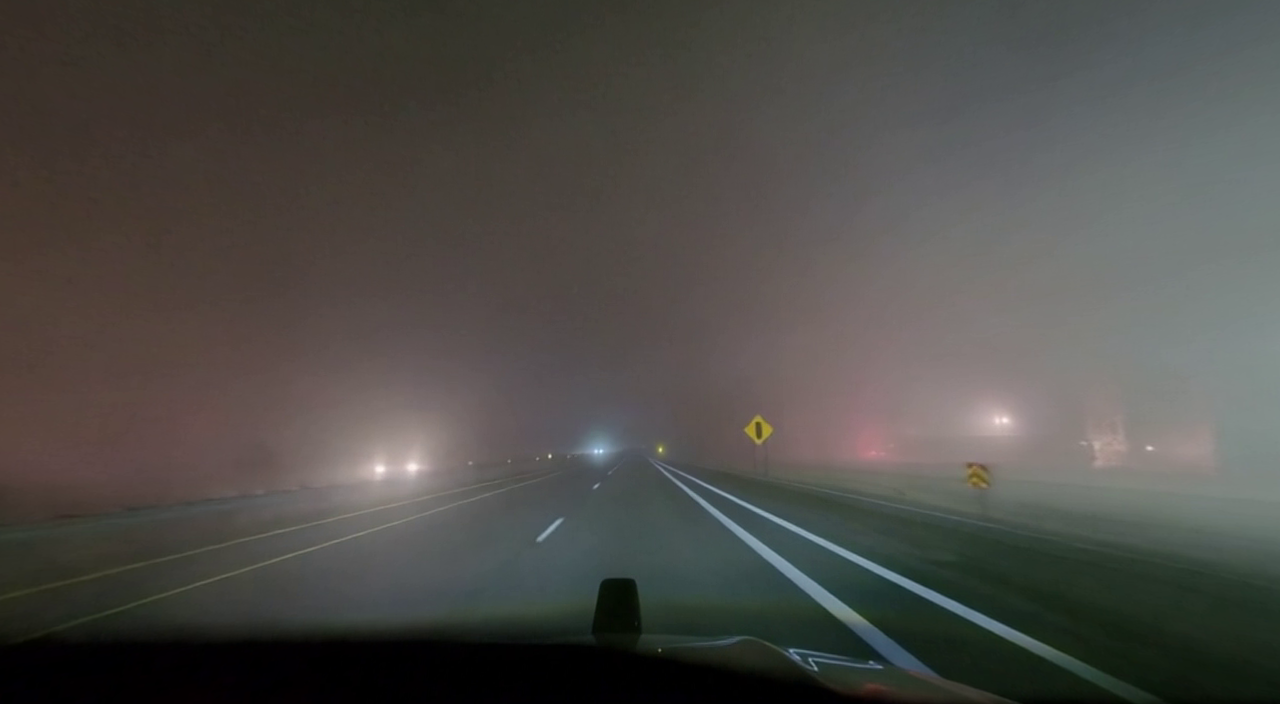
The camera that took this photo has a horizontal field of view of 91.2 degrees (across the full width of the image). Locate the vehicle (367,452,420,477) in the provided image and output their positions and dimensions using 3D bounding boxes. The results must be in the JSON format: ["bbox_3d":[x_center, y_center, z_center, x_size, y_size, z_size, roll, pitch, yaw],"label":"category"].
[{"bbox_3d":[-16.719,7.609,42.748,1.896,1.576,4.138,-1,-9,0],"label":"vehicle"}]
